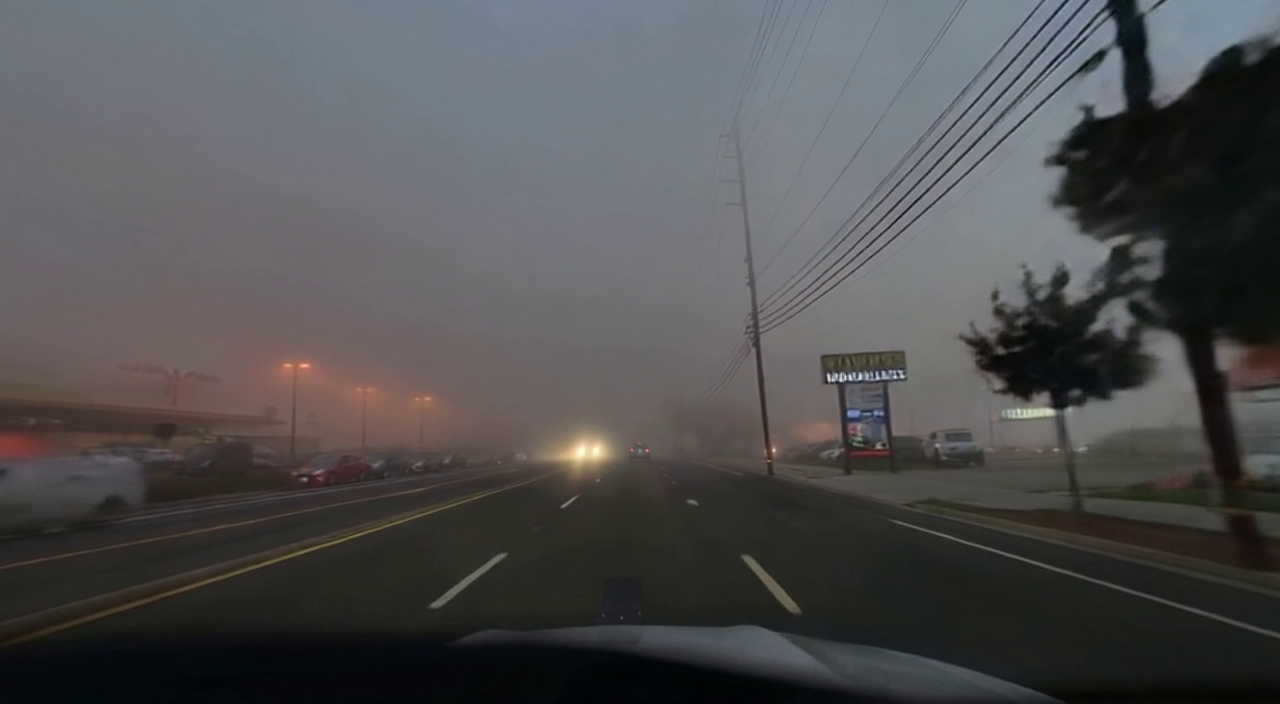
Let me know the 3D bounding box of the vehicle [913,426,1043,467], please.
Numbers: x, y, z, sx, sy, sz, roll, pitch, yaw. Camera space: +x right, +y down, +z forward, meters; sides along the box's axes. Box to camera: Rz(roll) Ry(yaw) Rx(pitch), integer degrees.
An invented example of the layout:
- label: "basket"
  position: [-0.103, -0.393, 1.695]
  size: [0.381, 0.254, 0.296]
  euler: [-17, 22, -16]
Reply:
- label: "vehicle"
  position: [15.349, 4.303, 28.923]
  size: [4.667, 1.775, 2.199]
  euler: [0, -9, -1]

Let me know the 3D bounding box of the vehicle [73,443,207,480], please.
- label: "vehicle"
  position: [-23.942, 5.251, 30.469]
  size: [4.527, 1.679, 2.055]
  euler: [3, -9, -18]

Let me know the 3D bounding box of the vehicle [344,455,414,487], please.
- label: "vehicle"
  position: [-13.631, 6.197, 33.280]
  size: [1.791, 1.377, 4.807]
  euler: [-2, -8, -1]

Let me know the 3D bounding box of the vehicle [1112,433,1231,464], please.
- label: "vehicle"
  position: [26.894, 4.889, 32.052]
  size: [4.367, 1.458, 1.857]
  euler: [0, -9, -3]

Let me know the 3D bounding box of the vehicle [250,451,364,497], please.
- label: "vehicle"
  position: [-13.763, 5.015, 26.526]
  size: [2.014, 1.523, 5.092]
  euler: [-3, -8, 1]

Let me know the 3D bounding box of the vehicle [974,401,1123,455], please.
- label: "vehicle"
  position: [29.567, 5.579, 45.987]
  size: [8.821, 3.745, 2.909]
  euler: [0, -9, -3]

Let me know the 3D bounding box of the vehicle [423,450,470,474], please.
- label: "vehicle"
  position: [-13.712, 7.817, 45.013]
  size: [1.901, 1.552, 4.541]
  euler: [0, -8, 0]

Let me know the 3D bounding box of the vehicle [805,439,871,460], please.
- label: "vehicle"
  position: [14.980, 7.397, 47.883]
  size: [4.300, 1.431, 1.937]
  euler: [-2, -7, 1]
